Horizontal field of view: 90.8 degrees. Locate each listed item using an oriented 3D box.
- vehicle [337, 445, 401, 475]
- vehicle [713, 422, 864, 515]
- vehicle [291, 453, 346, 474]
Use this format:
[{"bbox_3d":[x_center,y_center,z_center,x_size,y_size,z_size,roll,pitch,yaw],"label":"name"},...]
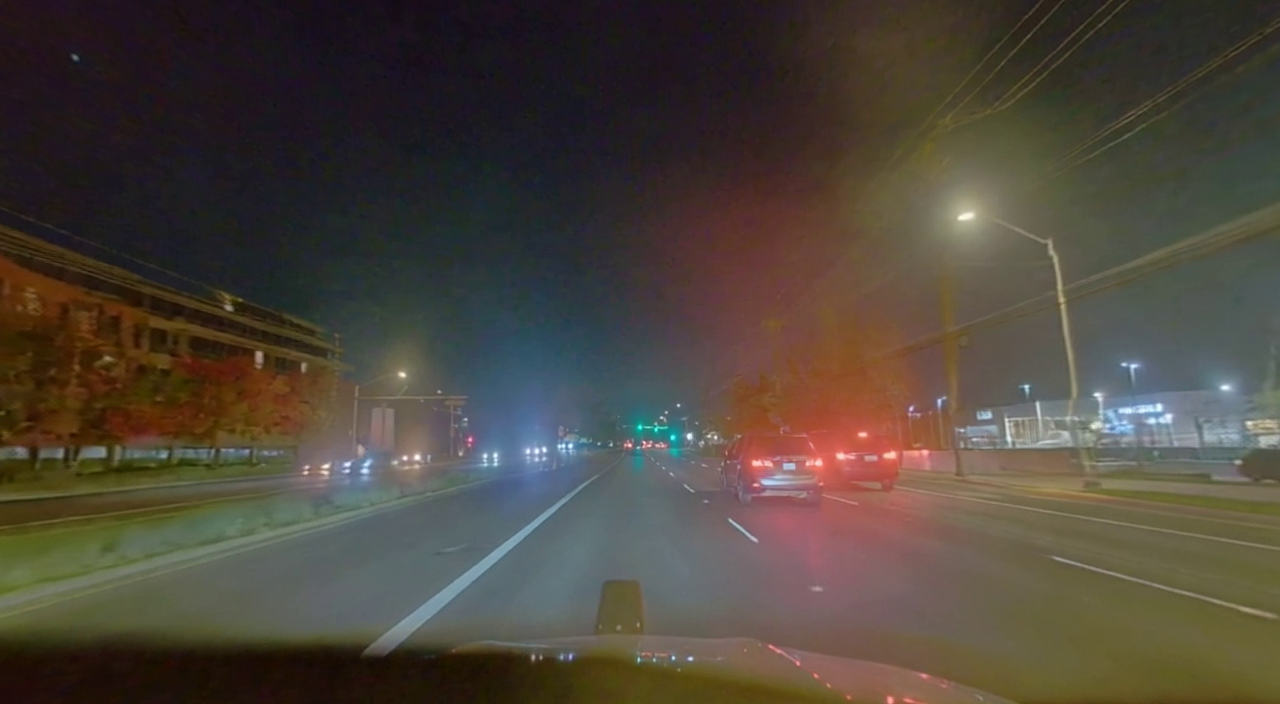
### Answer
[{"bbox_3d":[-16.479,6.565,38.690,1.933,1.677,4.400,0,-8,1],"label":"vehicle"},{"bbox_3d":[2.987,2.469,13.823,2.128,1.699,4.222,0,-8,-2],"label":"vehicle"},{"bbox_3d":[-24.297,8.400,47.865,1.828,1.470,4.512,0,-8,0],"label":"vehicle"}]
